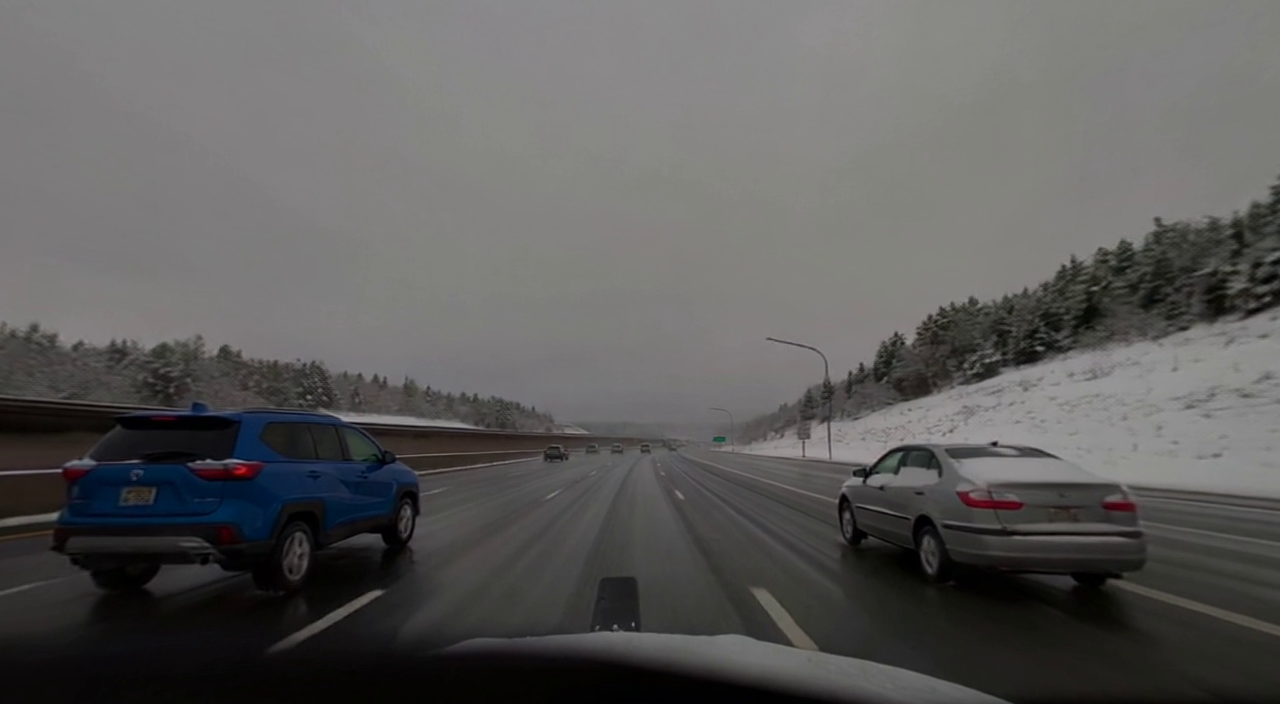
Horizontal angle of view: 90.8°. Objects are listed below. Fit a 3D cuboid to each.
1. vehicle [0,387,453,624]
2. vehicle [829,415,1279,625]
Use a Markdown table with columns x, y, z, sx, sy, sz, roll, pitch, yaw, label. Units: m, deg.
| x | y | z | sx | sy | sz | roll | pitch | yaw | label |
| --- | --- | --- | --- | --- | --- | --- | --- | --- | --- |
| -3.827 | 1.467 | 7.009 | 2.047 | 1.715 | 4.689 | 0 | -9 | 0 | vehicle |
| 3.658 | 1.539 | 6.768 | 1.847 | 1.493 | 4.303 | 0 | -9 | -1 | vehicle |
